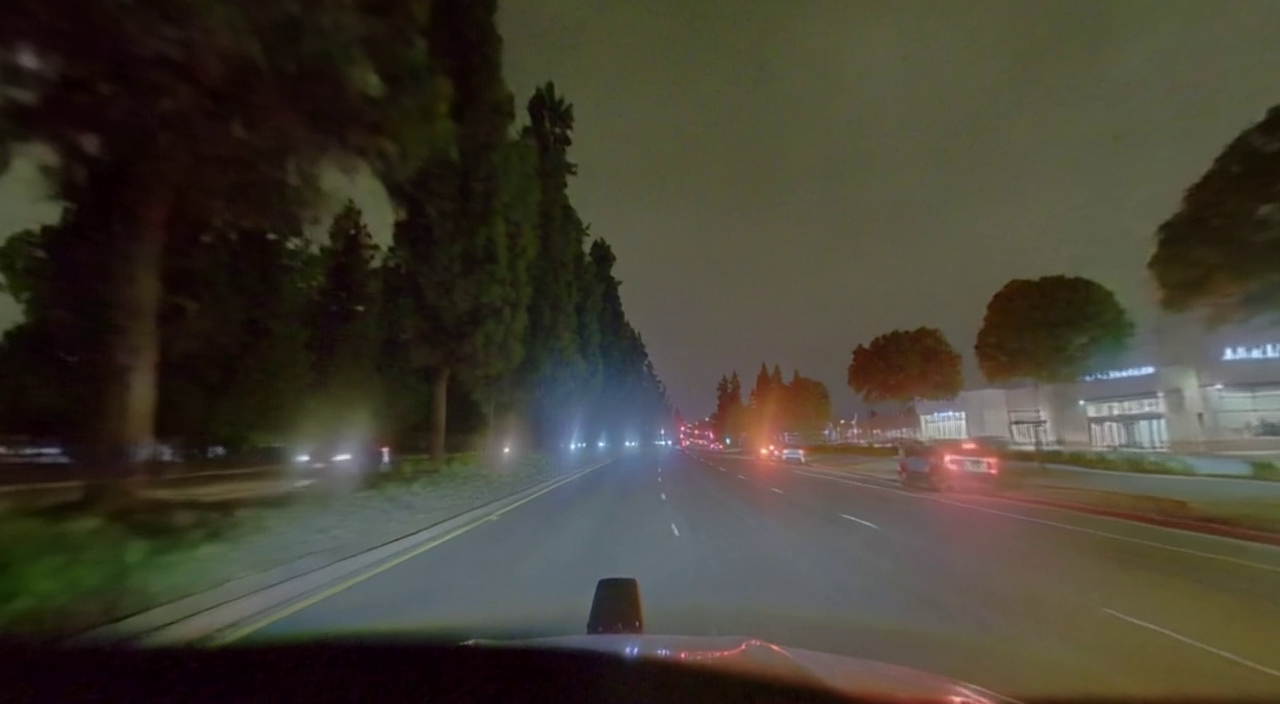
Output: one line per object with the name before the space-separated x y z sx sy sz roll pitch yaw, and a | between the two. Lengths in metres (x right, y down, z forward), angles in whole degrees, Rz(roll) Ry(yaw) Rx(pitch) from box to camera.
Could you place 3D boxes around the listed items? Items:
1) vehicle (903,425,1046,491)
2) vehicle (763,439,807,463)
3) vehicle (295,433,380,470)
vehicle | 11.065 3.551 21.463 2.264 1.958 5.135 -1 -9 4
vehicle | 9.420 6.460 41.355 2.022 1.449 4.706 -1 -9 4
vehicle | -13.551 4.520 28.585 1.802 1.535 4.031 -1 -9 1
